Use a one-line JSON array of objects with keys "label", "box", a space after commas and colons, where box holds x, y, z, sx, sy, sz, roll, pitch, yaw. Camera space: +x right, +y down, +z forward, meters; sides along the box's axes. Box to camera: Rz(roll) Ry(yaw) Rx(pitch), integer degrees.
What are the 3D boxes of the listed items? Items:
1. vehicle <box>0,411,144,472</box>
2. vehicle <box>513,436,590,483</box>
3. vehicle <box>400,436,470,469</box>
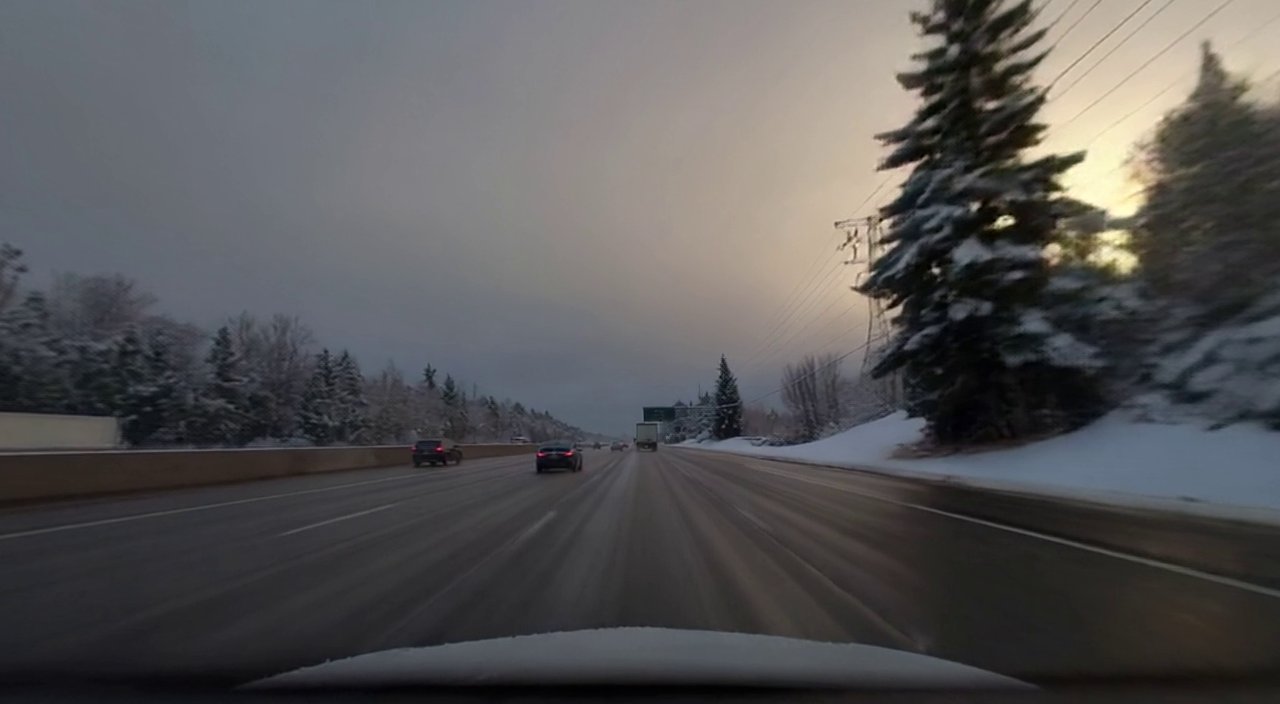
[{"label": "vehicle", "box": [-44.379, 6.522, 45.583, 2.912, 4.085, 16.607, 0, -9, 2]}, {"label": "vehicle", "box": [-3.123, 3.938, 23.388, 2.045, 1.532, 4.954, 0, -9, 1]}, {"label": "vehicle", "box": [-10.793, 5.317, 33.531, 2.058, 1.621, 4.739, 0, -9, 1]}]
